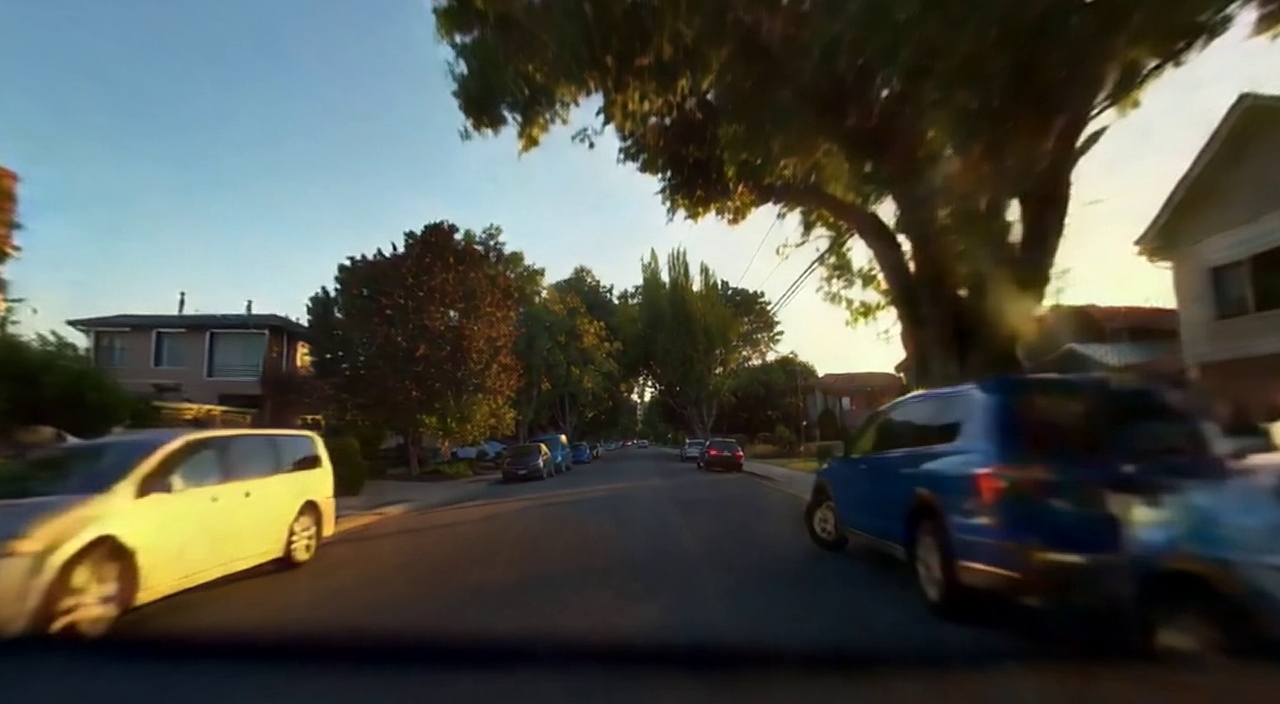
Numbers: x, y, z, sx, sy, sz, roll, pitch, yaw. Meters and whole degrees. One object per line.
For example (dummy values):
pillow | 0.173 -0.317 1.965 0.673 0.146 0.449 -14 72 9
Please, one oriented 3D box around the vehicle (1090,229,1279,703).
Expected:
vehicle | 3.579 0.387 0.968 2.144 2.166 4.766 -1 -8 -1

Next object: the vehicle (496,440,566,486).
vehicle | -4.639 4.749 27.500 2.116 1.659 4.832 -2 -7 1

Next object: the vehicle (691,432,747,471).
vehicle | 4.051 5.230 33.337 2.152 1.810 5.846 -1 -8 0

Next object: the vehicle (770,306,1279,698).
vehicle | 3.549 1.277 6.850 2.744 2.152 6.605 0 -8 -1

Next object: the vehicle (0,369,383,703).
vehicle | -4.811 1.450 6.054 2.364 1.968 5.671 -1 -8 -1
